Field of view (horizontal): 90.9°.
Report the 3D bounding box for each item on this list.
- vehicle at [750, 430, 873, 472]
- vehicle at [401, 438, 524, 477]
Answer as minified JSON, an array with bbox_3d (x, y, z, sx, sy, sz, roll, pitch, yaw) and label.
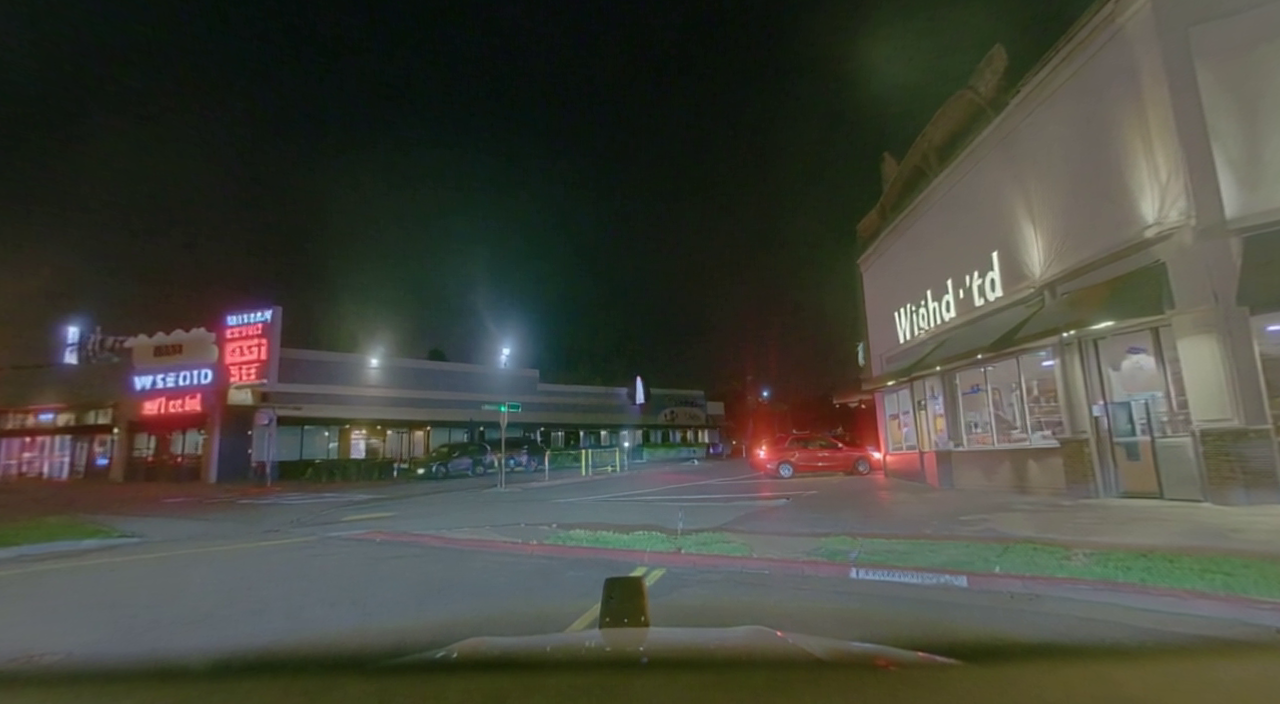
[{"bbox_3d":[7.278,4.194,26.841,4.706,1.663,1.993,-4,-9,25],"label":"vehicle"},{"bbox_3d":[-7.770,4.612,27.767,4.814,1.618,1.869,-2,-9,11],"label":"vehicle"}]
